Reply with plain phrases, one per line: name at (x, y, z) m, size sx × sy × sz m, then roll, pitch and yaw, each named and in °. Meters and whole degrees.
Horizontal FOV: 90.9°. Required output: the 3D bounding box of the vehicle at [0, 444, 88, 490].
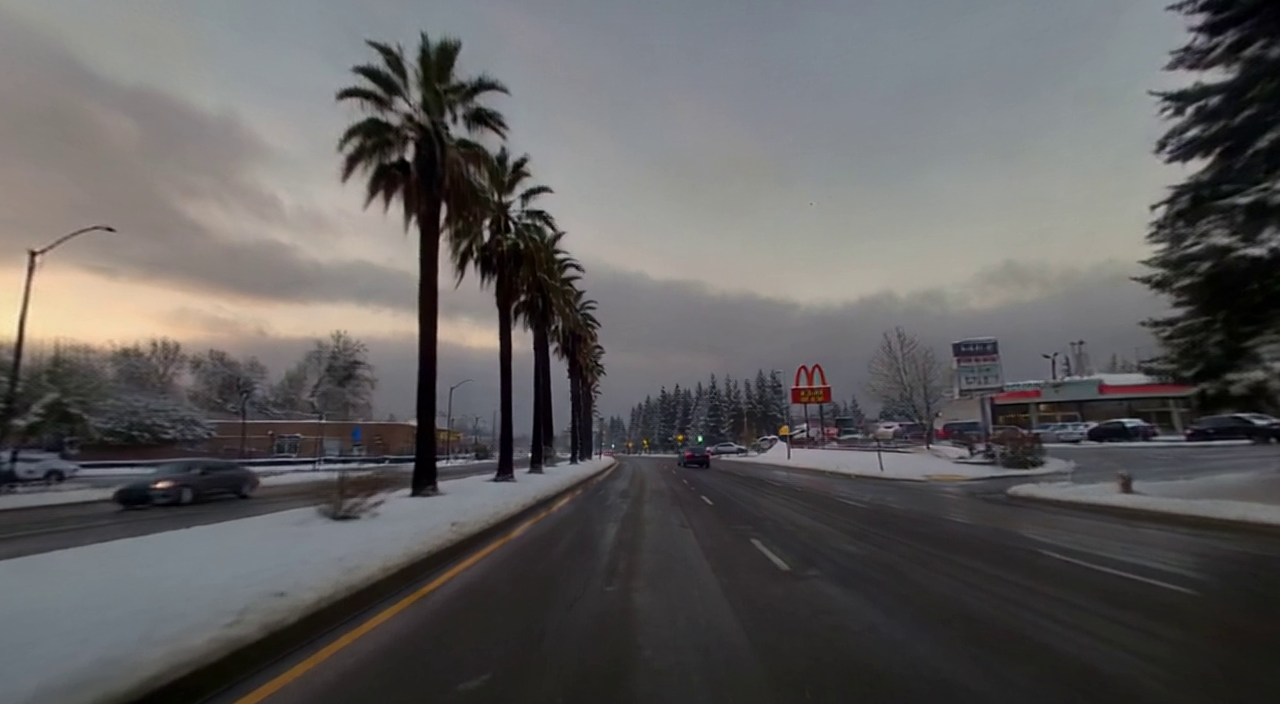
vehicle at (-32.837, 6.043, 32.876) m, size 2.415 × 2.234 × 6.082 m, roll -1°, pitch -11°, yaw 1°

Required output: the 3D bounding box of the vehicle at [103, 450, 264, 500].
vehicle at (-16.912, 4.556, 23.831) m, size 2.167 × 1.622 × 5.184 m, roll 0°, pitch -8°, yaw 0°

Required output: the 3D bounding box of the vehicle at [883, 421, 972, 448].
vehicle at (18.701, 5.396, 41.212) m, size 4.649 × 1.662 × 2.349 m, roll 0°, pitch -8°, yaw 1°
